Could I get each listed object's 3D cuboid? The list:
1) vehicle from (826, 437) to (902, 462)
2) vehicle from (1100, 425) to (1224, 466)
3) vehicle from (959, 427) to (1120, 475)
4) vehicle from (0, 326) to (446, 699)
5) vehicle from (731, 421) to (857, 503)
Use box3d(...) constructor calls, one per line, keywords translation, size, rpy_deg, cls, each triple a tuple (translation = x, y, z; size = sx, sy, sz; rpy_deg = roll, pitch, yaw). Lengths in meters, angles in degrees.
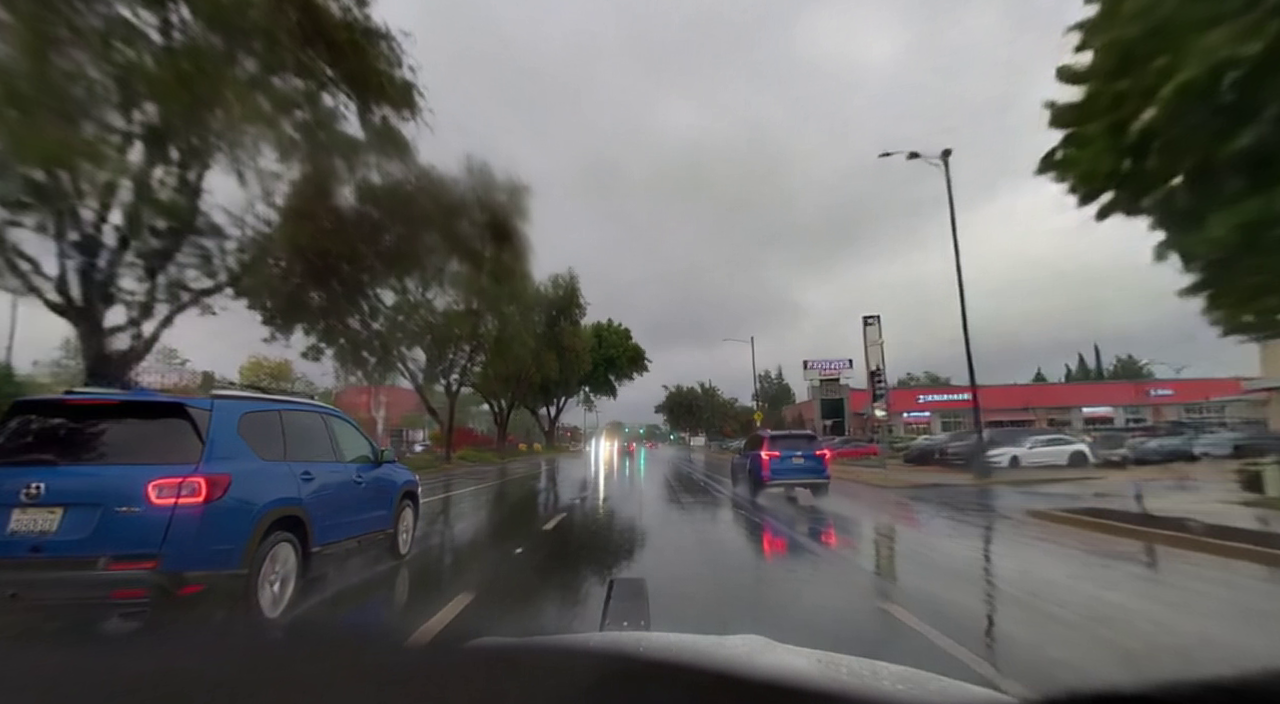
box3d(translation=(13.961, 6.088, 39.390), size=(4.040, 1.497, 1.702), rpy_deg=(0, -8, -1), cls="vehicle")
box3d(translation=(24.824, 4.486, 30.265), size=(1.910, 1.785, 4.862), rpy_deg=(0, -8, 3), cls="vehicle")
box3d(translation=(14.911, 3.729, 23.776), size=(4.647, 1.725, 1.991), rpy_deg=(0, -8, 1), cls="vehicle")
box3d(translation=(-3.632, 1.165, 5.728), size=(2.210, 1.925, 4.838), rpy_deg=(0, -8, 0), cls="vehicle")
box3d(translation=(3.703, 2.753, 16.129), size=(2.024, 1.773, 4.431), rpy_deg=(0, -8, -1), cls="vehicle")
